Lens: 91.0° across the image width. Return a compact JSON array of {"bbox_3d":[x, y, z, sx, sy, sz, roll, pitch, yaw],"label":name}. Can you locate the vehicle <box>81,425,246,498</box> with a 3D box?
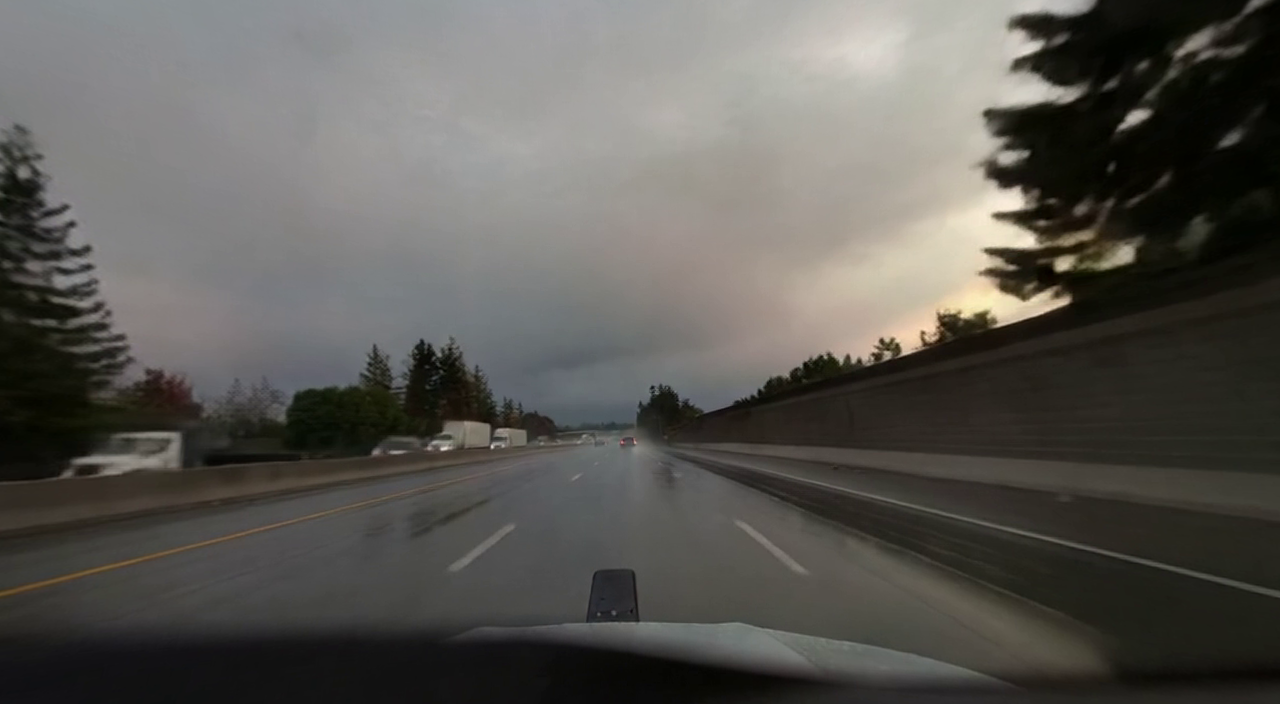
[{"bbox_3d":[-19.347,4.434,26.073,2.196,2.618,5.990,0,-8,-1],"label":"vehicle"}]

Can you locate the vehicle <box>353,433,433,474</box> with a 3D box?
[{"bbox_3d":[-12.525,5.151,32.285,2.097,1.860,5.080,0,-8,-1],"label":"vehicle"}]

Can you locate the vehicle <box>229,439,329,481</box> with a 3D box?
[{"bbox_3d":[-19.466,5.832,34.327,2.390,2.038,5.581,0,-8,-3],"label":"vehicle"}]
